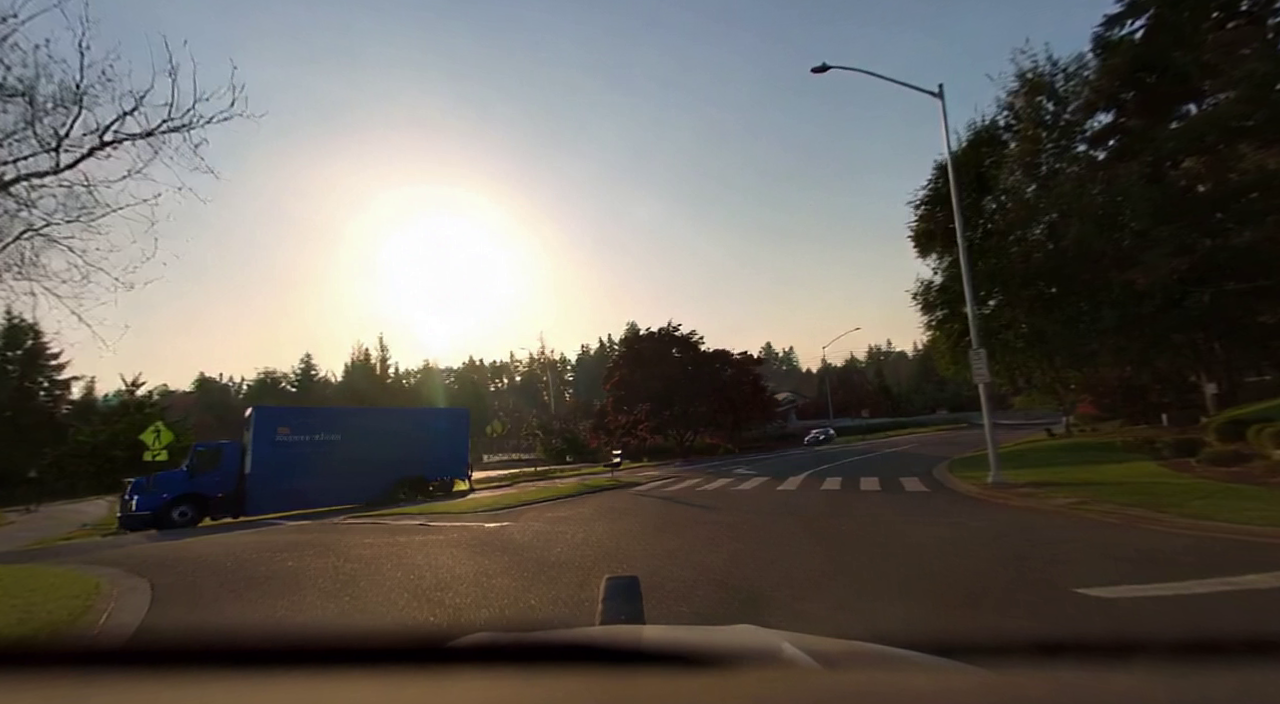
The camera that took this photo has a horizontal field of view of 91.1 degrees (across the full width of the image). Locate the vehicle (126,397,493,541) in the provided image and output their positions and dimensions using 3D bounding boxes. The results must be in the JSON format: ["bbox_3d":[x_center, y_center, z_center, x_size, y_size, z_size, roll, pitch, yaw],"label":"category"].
[{"bbox_3d":[-9.525,3.183,19.607,2.838,3.326,9.680,-7,-7,41],"label":"vehicle"}]
